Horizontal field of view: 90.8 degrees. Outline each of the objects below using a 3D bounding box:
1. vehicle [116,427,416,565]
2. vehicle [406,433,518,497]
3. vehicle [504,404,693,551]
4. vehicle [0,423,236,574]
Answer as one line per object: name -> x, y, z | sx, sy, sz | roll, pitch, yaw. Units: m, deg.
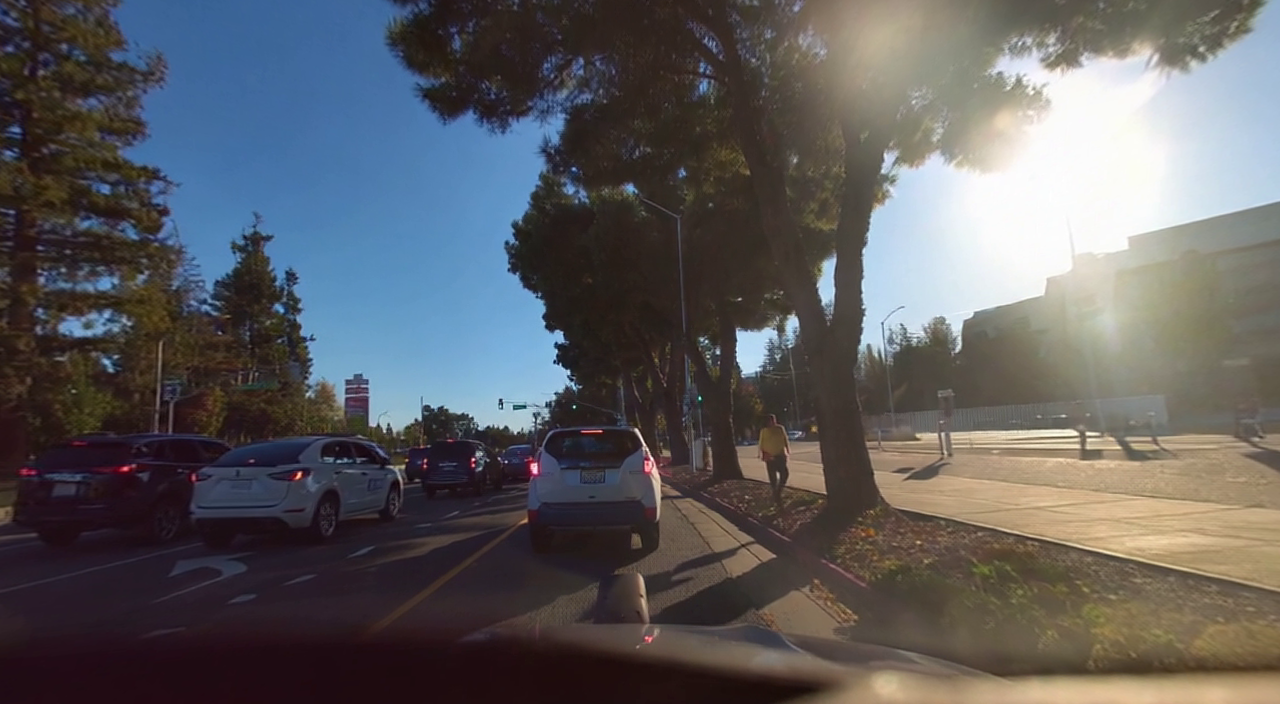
vehicle -> -5.404, 2.109, 10.067 | 2.010, 1.674, 4.484 | 0, -9, 0
vehicle -> -5.458, 3.515, 20.084 | 2.188, 1.774, 4.477 | 0, -9, 0
vehicle -> -0.578, 1.893, 10.145 | 2.368, 1.829, 4.293 | 0, -9, -2
vehicle -> -8.802, 2.100, 9.751 | 2.013, 1.826, 4.592 | 0, -9, 0
